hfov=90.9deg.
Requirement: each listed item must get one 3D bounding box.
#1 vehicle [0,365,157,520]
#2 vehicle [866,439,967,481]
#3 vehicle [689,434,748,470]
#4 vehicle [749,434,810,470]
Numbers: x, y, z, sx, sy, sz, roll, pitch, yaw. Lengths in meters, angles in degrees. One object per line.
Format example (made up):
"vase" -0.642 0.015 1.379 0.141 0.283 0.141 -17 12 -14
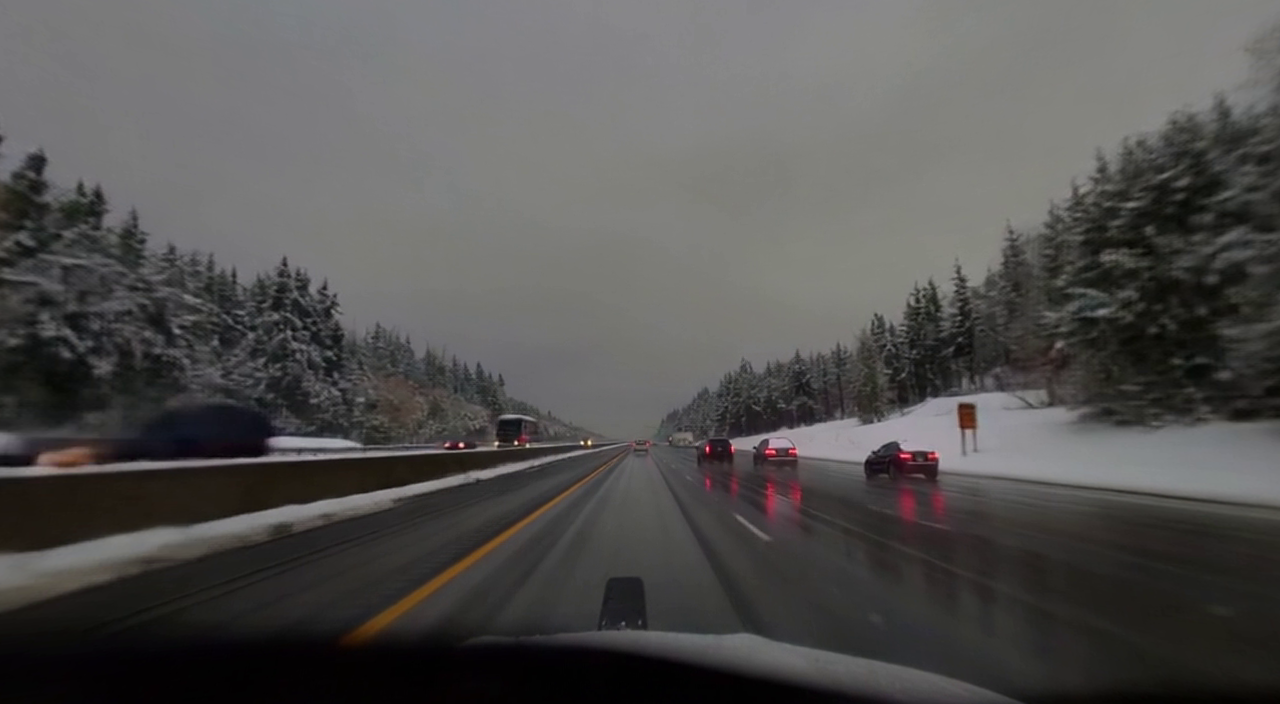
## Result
"vehicle" -6.591 0.831 5.783 1.511 1.402 3.426 0 -8 1
"vehicle" 10.735 4.216 24.891 1.970 1.479 4.480 0 -8 0
"vehicle" 3.784 4.934 31.236 2.326 1.644 4.206 0 -8 -1
"vehicle" 7.280 5.257 33.438 2.178 1.749 4.570 0 -8 -1
